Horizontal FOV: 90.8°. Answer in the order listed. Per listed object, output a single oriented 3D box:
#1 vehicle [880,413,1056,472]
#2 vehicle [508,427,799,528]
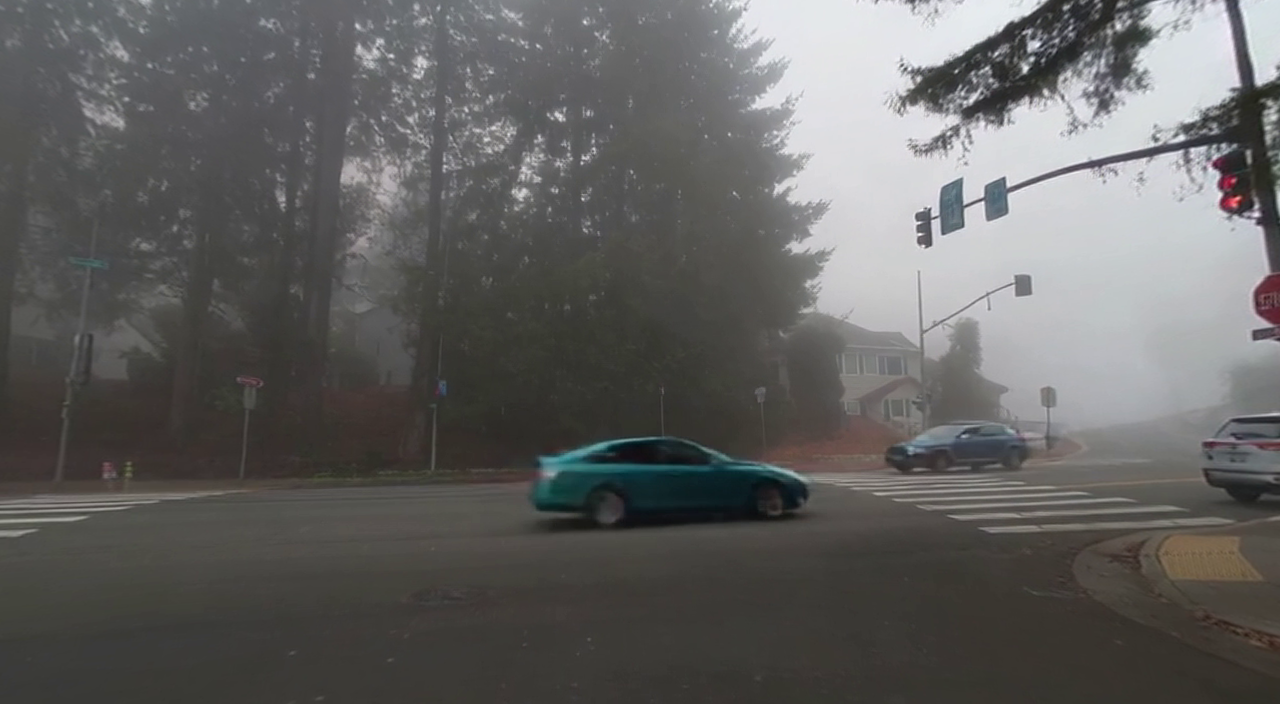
[{"bbox_3d":[10.813,3.003,20.988,4.882,1.783,2.093,2,-9,-13],"label":"vehicle"},{"bbox_3d":[0.201,2.024,10.695,4.517,1.419,1.836,3,-9,-20],"label":"vehicle"}]
